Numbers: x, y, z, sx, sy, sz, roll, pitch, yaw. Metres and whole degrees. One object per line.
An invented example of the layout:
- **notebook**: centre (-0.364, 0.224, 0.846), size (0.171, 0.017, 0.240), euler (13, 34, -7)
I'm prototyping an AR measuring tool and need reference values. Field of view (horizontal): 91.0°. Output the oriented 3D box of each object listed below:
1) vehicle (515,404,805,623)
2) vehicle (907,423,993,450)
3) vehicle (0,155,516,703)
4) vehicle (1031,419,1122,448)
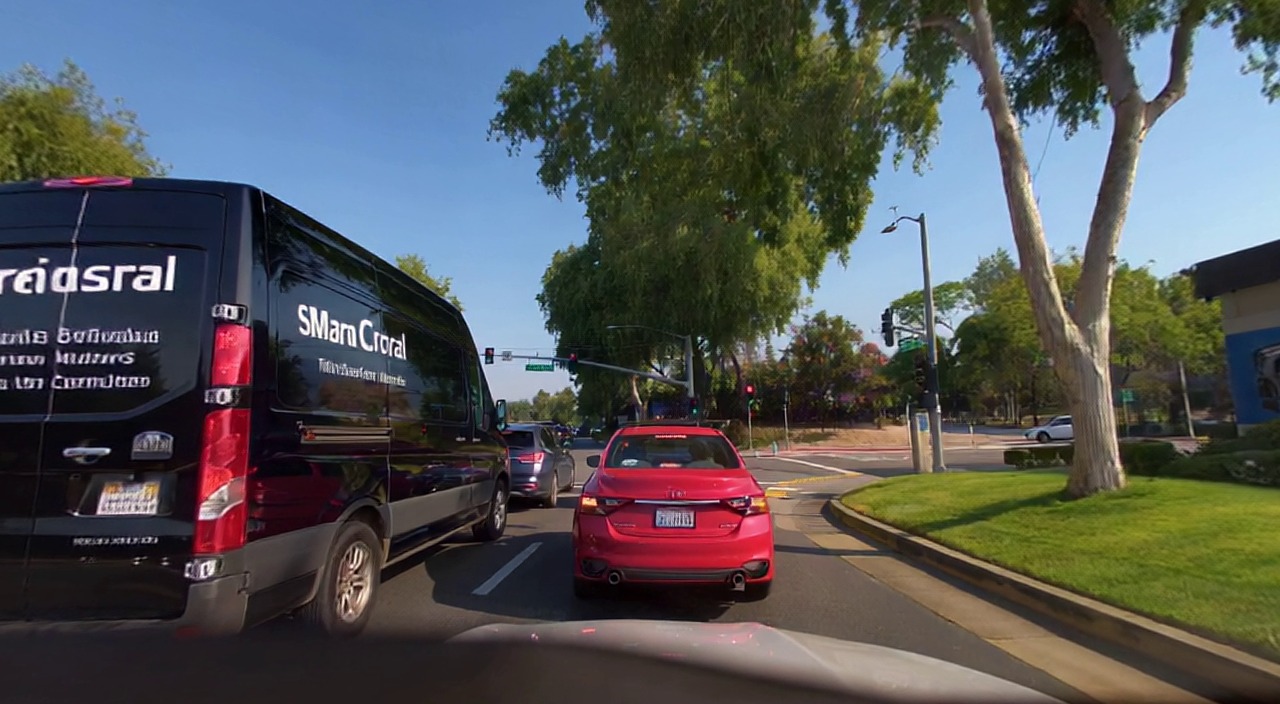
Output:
- **vehicle**: centre (0.304, 1.646, 7.430), size (2.398, 1.773, 4.254), euler (-1, -8, 4)
- **vehicle**: centre (21.938, 6.030, 44.606), size (5.021, 1.848, 2.210), euler (1, -9, -9)
- **vehicle**: centre (-3.076, 0.886, 5.904), size (2.555, 3.035, 5.702), euler (0, -8, 1)
- **vehicle**: centre (31.980, 6.025, 46.188), size (5.084, 2.041, 2.360), euler (1, -9, -9)
